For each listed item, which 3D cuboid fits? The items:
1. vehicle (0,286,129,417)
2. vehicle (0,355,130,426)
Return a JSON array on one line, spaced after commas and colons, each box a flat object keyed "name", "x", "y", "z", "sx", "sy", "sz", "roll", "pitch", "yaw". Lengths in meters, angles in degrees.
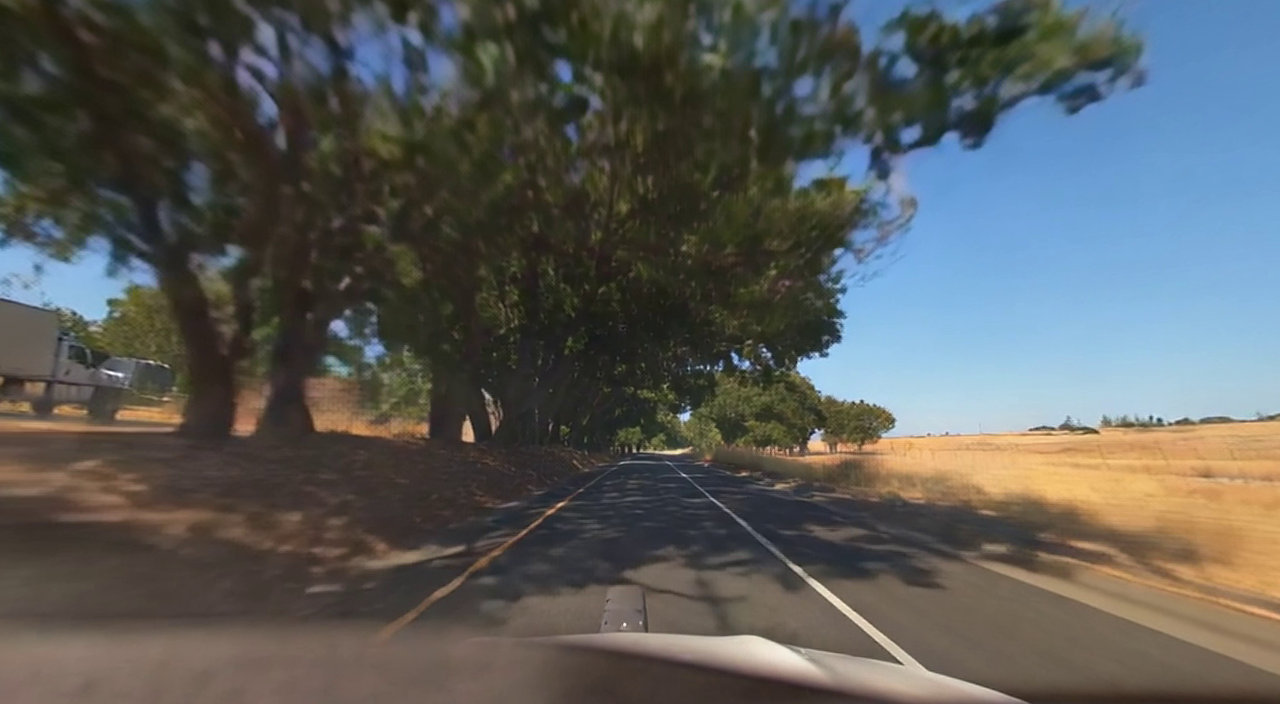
[{"name": "vehicle", "x": -24.054, "y": -0.730, "z": 18.613, "sx": 3.314, "sy": 4.163, "sz": 16.558, "roll": -1, "pitch": -10, "yaw": 3}, {"name": "vehicle", "x": -19.725, "y": 1.295, "z": 20.018, "sx": 2.339, "sy": 1.956, "sz": 5.312, "roll": -1, "pitch": -8, "yaw": 4}]
